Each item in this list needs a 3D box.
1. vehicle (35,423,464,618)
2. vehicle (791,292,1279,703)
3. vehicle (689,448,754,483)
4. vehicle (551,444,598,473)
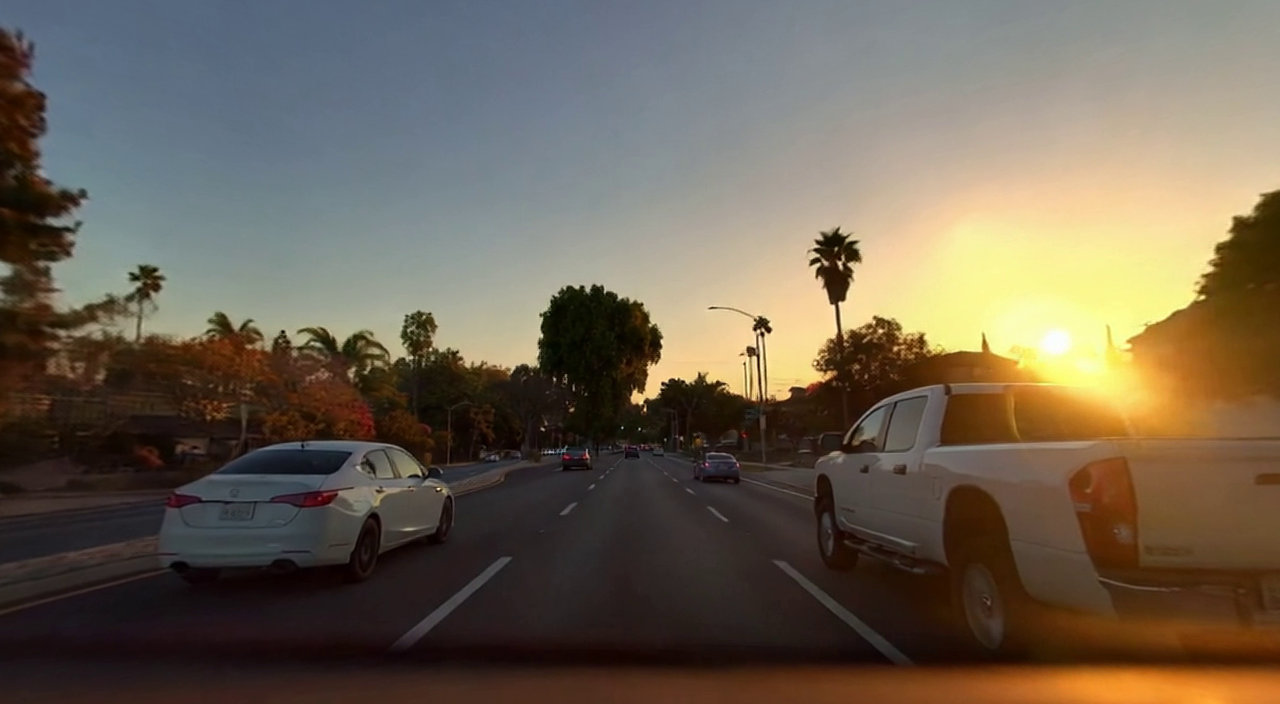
[{"bbox_3d":[-3.658,1.650,7.137,2.094,1.509,4.286,0,-9,0],"label":"vehicle"},{"bbox_3d":[3.299,1.165,5.583,2.478,2.030,5.723,0,-9,0],"label":"vehicle"},{"bbox_3d":[3.538,5.052,28.410,2.149,1.421,4.805,0,-9,-1],"label":"vehicle"},{"bbox_3d":[-3.714,6.151,36.568,2.263,1.548,4.555,0,-9,0],"label":"vehicle"}]
